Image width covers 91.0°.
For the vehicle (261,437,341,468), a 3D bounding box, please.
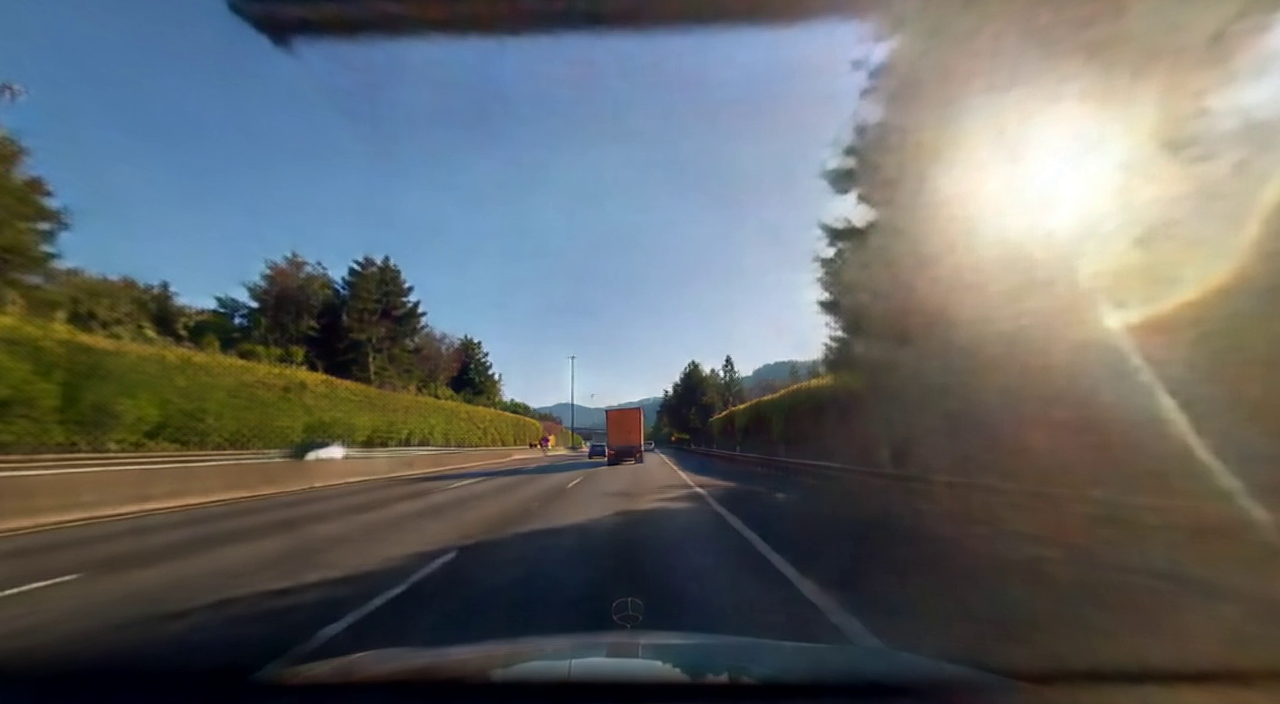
[{"bbox_3d":[-19.222,5.720,35.938,2.012,1.642,4.573,0,-8,1],"label":"vehicle"}]
